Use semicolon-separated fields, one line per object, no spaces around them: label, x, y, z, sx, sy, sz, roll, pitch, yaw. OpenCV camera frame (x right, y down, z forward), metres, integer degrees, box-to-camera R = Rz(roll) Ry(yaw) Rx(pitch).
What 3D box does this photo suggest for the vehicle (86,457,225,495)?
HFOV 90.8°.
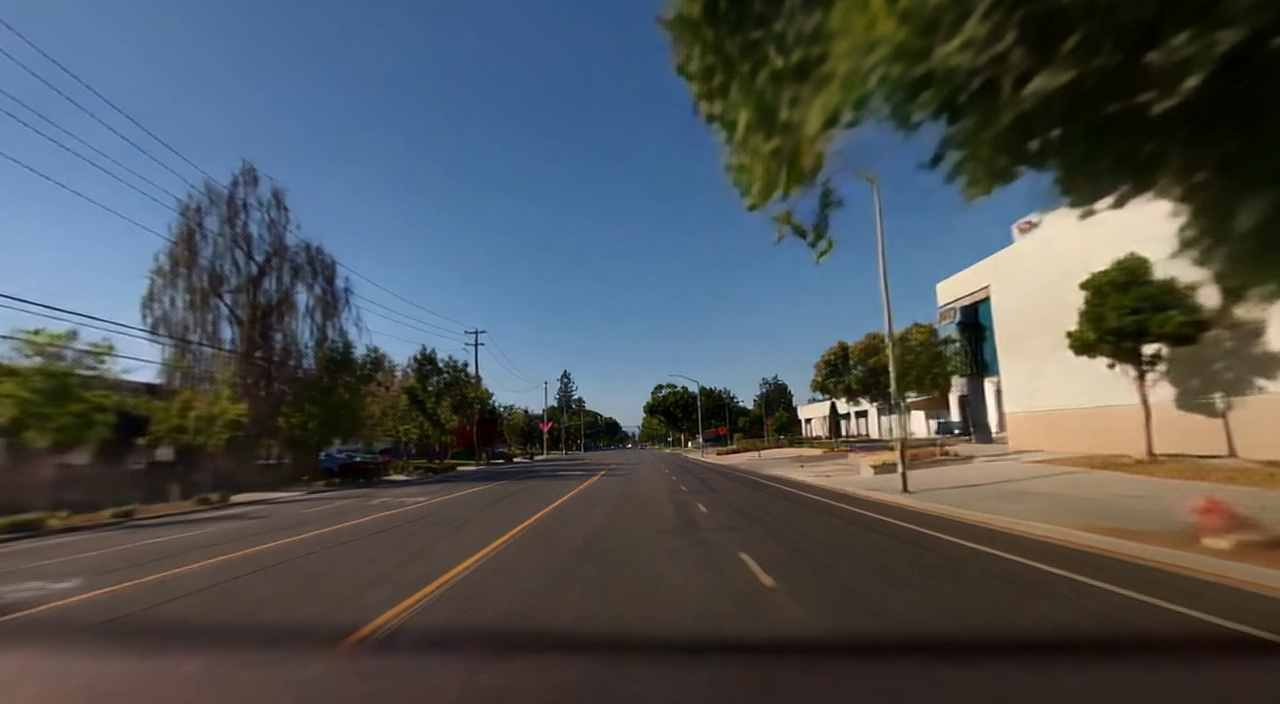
vehicle;-21.662;5.501;28.407;1.859;1.461;4.646;-9;-12;44
